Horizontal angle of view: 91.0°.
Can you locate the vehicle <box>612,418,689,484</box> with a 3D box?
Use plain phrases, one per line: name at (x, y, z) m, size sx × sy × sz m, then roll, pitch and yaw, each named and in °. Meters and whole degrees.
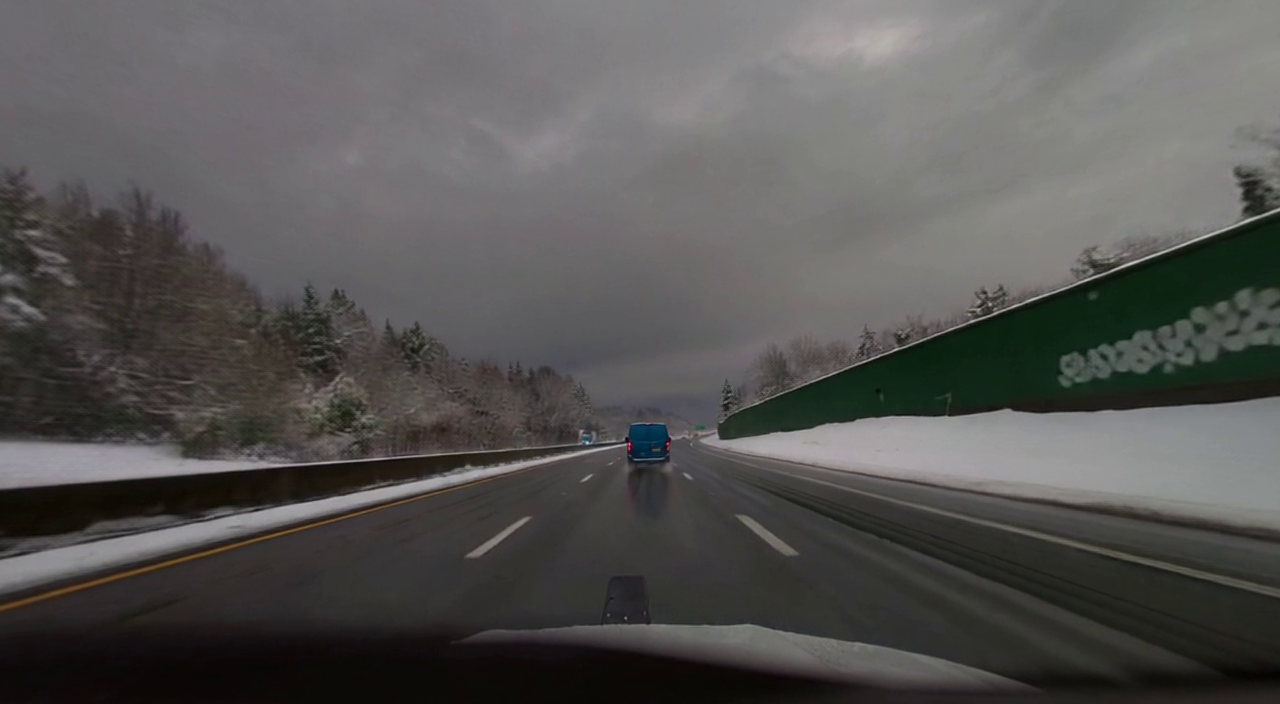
vehicle at (0.277, 3.269, 20.935) m, size 2.283 × 1.956 × 4.421 m, roll 0°, pitch -8°, yaw -1°
